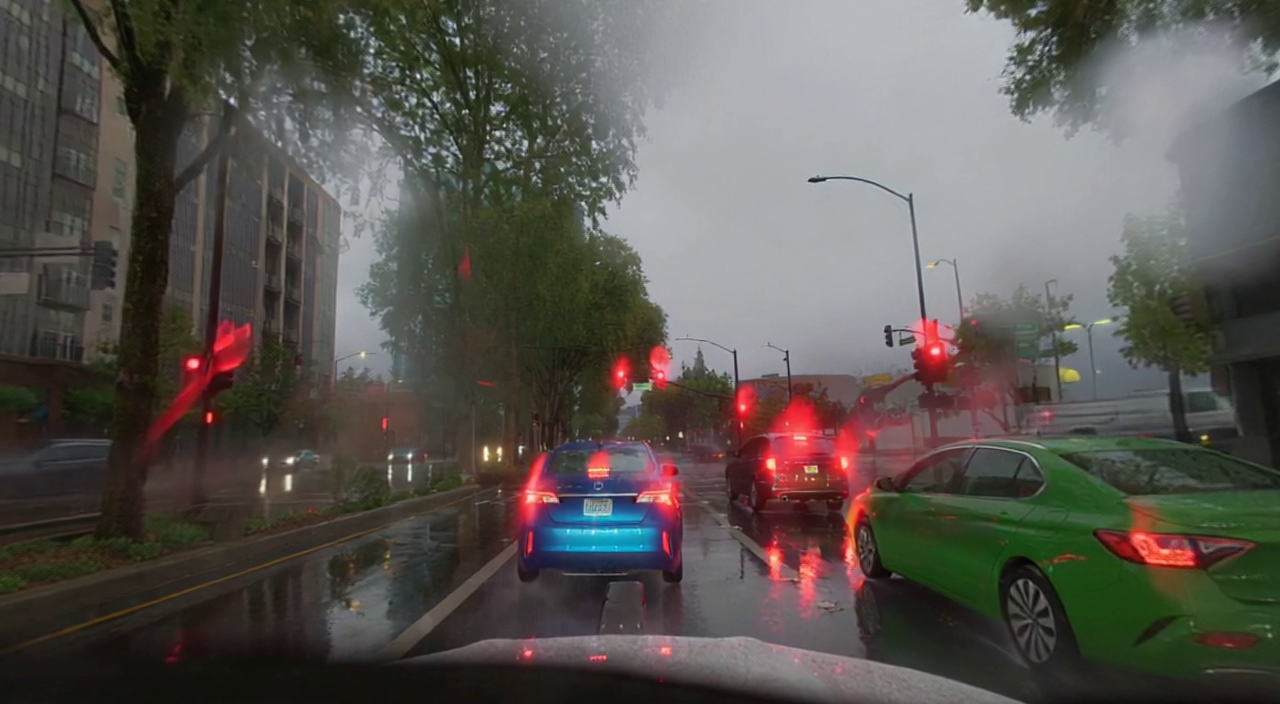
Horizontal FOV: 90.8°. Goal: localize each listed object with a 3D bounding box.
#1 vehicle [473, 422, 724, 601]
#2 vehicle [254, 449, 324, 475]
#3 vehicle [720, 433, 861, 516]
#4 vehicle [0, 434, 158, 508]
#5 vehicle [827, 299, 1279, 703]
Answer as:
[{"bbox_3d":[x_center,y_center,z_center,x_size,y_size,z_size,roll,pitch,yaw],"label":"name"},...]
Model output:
[{"bbox_3d":[-0.375,1.655,7.409,2.143,1.520,3.848,0,-8,-1],"label":"vehicle"},{"bbox_3d":[-22.019,6.877,39.856,1.863,1.496,4.389,0,-8,1],"label":"vehicle"},{"bbox_3d":[3.152,2.666,14.306,2.026,1.549,4.559,0,-8,-1],"label":"vehicle"},{"bbox_3d":[-17.940,3.476,18.943,2.308,1.903,5.813,0,-8,0],"label":"vehicle"},{"bbox_3d":[3.578,1.108,5.058,2.572,1.945,5.065,0,-8,0],"label":"vehicle"}]
